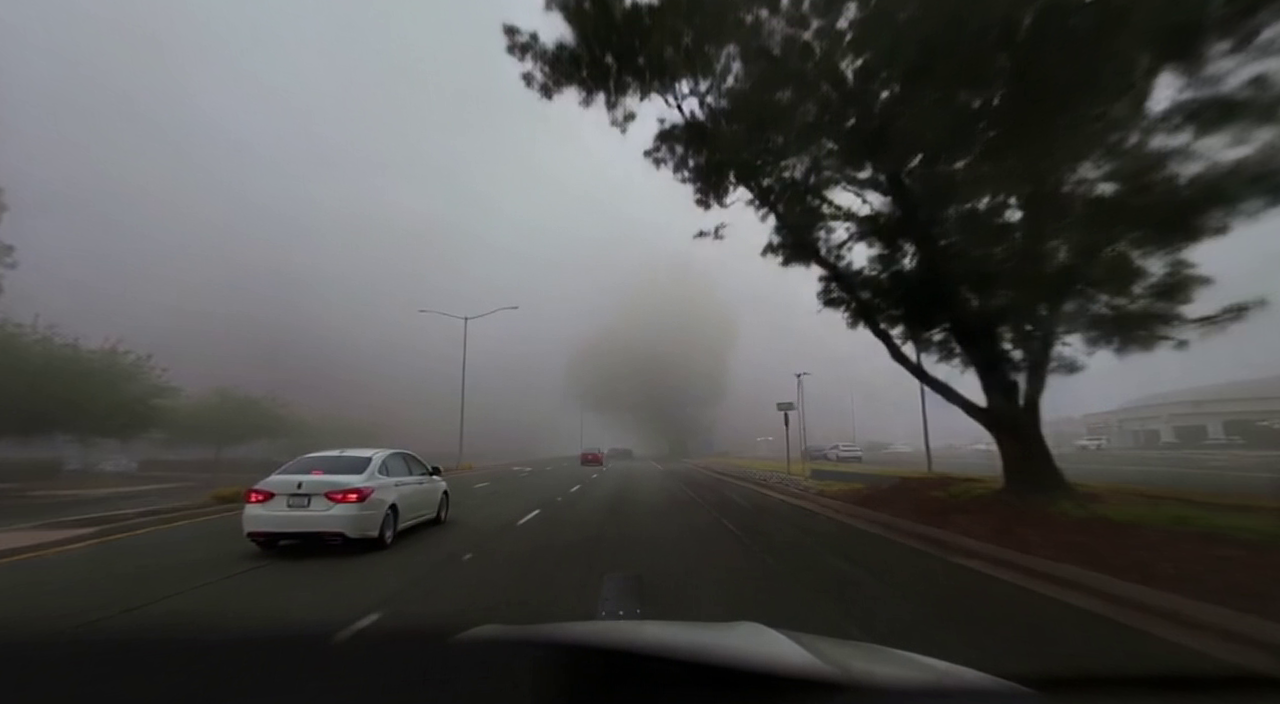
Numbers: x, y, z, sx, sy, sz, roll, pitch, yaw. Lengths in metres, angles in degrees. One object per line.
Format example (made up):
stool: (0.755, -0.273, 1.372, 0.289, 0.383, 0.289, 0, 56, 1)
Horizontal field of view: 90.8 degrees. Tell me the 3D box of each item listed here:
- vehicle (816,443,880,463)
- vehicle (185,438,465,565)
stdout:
vehicle: (16.000, 7.798, 48.770, 4.197, 1.466, 1.930, 0, -9, -2)
vehicle: (-4.304, 2.090, 9.666, 2.003, 1.454, 4.484, 0, -9, 0)
